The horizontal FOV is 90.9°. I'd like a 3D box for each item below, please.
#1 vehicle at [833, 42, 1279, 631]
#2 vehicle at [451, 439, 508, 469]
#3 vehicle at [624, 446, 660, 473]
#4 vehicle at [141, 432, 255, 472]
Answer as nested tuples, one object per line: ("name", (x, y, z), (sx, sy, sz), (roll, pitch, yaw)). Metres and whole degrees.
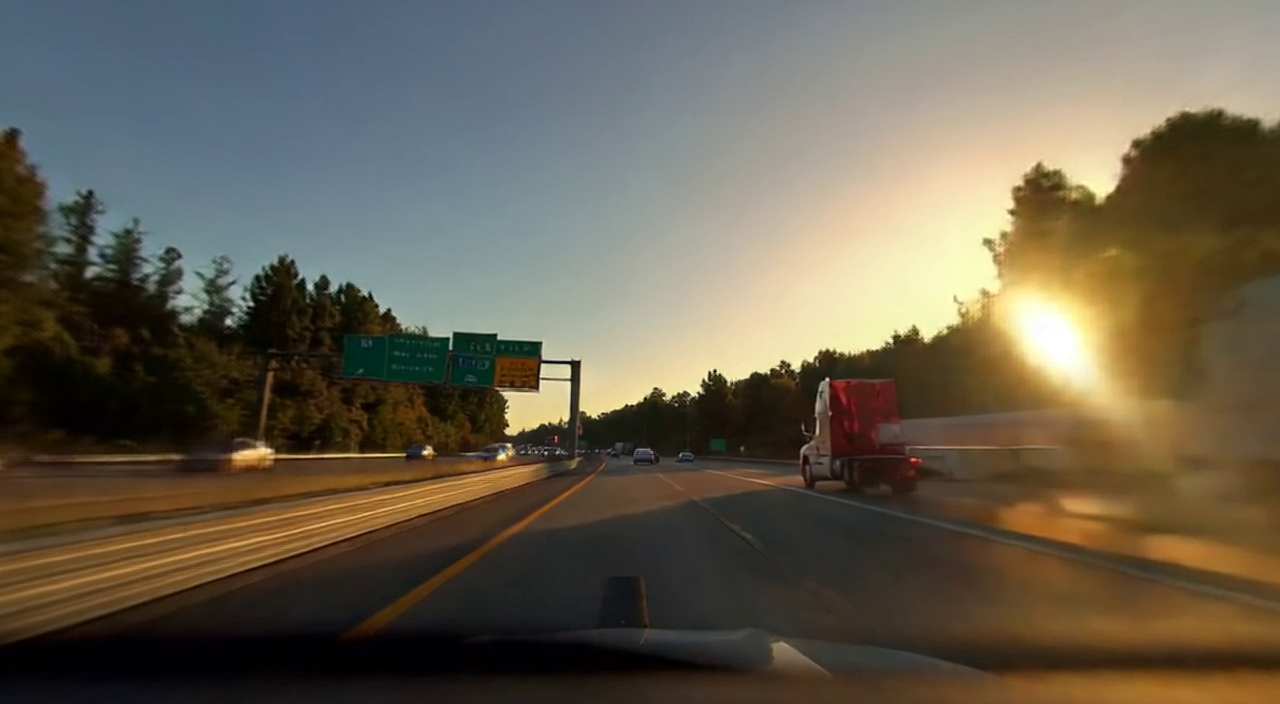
("vehicle", (5.944, 0.454, 7.944), (2.890, 4.006, 14.039), (0, -9, 1))
("vehicle", (-8.618, 5.555, 34.249), (1.932, 1.501, 4.607), (0, -9, -1))
("vehicle", (0.160, 6.651, 39.098), (2.111, 1.599, 3.859), (0, -9, 1))
("vehicle", (-19.481, 4.446, 28.066), (1.892, 1.628, 4.423), (0, -9, -1))
